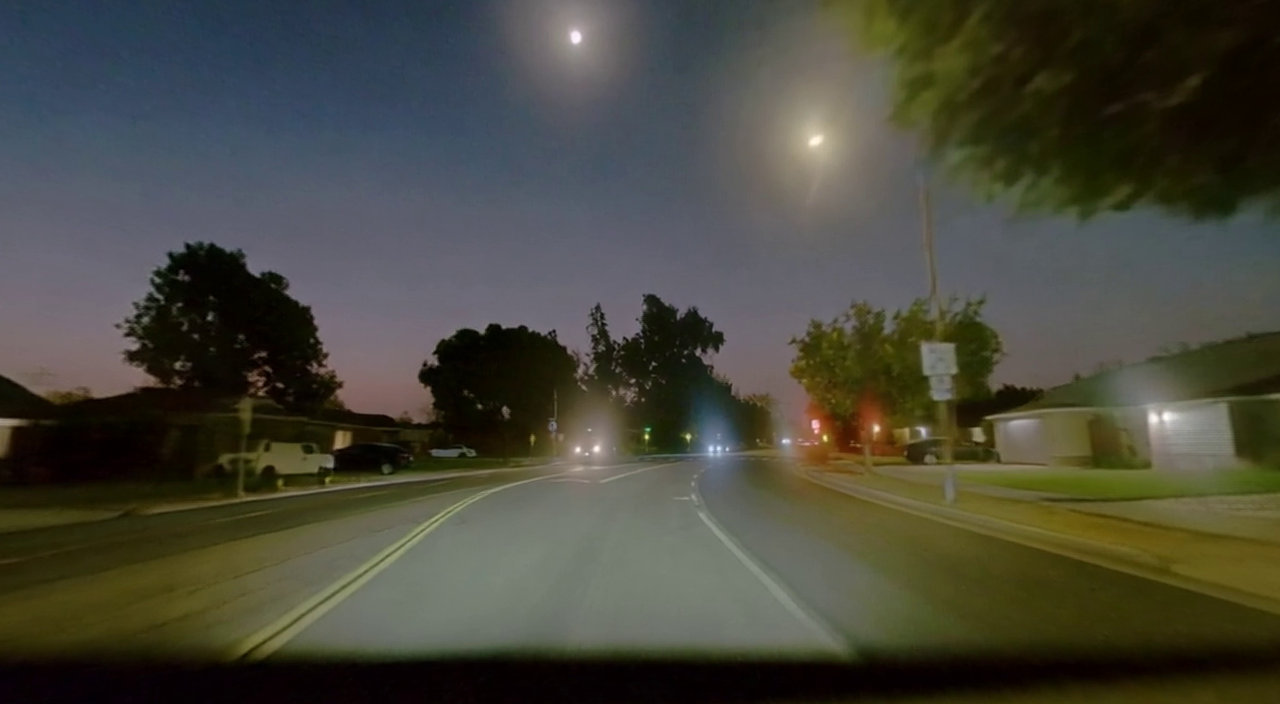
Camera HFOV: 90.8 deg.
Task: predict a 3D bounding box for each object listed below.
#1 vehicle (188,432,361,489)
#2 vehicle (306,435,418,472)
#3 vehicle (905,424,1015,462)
[{"bbox_3d":[-14.389,4.308,25.599,2.418,1.969,6.615,-1,-8,8],"label":"vehicle"},{"bbox_3d":[-16.695,6.116,38.010,6.010,1.935,2.255,-4,-10,14],"label":"vehicle"},{"bbox_3d":[17.900,5.175,35.669,5.073,1.729,2.161,-6,-11,17],"label":"vehicle"}]
